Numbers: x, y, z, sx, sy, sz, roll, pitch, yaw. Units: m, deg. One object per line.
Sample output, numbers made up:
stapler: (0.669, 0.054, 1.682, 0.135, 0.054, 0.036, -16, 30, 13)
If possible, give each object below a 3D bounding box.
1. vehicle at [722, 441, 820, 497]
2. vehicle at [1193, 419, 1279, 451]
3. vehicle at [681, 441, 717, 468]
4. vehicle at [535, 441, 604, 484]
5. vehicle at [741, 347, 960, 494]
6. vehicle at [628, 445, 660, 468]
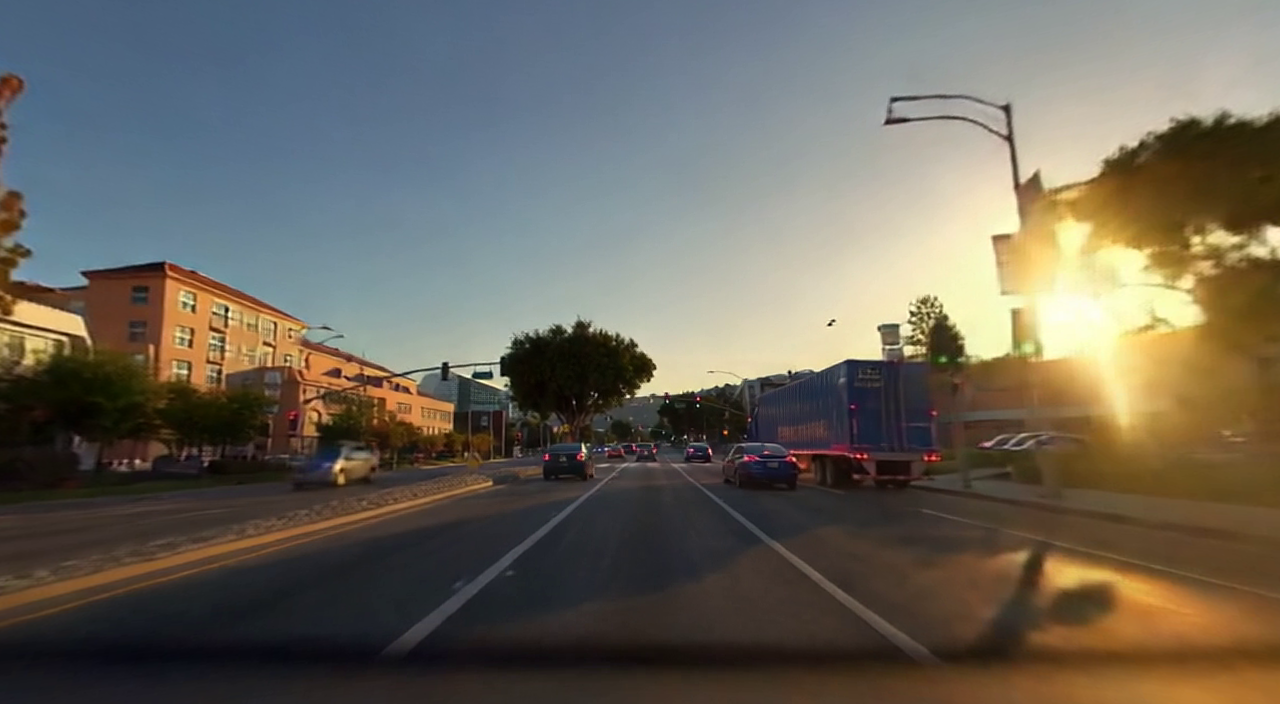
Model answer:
vehicle: (3.736, 3.393, 18.772, 1.972, 1.452, 4.189, 0, -8, -1)
vehicle: (36.281, 4.910, 37.405, 5.045, 1.644, 1.906, -3, -8, -3)
vehicle: (3.902, 6.881, 42.561, 2.050, 1.683, 3.990, 0, -8, 0)
vehicle: (-2.599, 4.189, 24.241, 2.003, 1.509, 4.396, 0, -8, 2)
vehicle: (7.483, 3.251, 27.054, 3.383, 4.268, 17.469, 0, -8, 0)
vehicle: (0.242, 7.039, 42.773, 2.020, 1.461, 4.326, 0, -8, 0)
